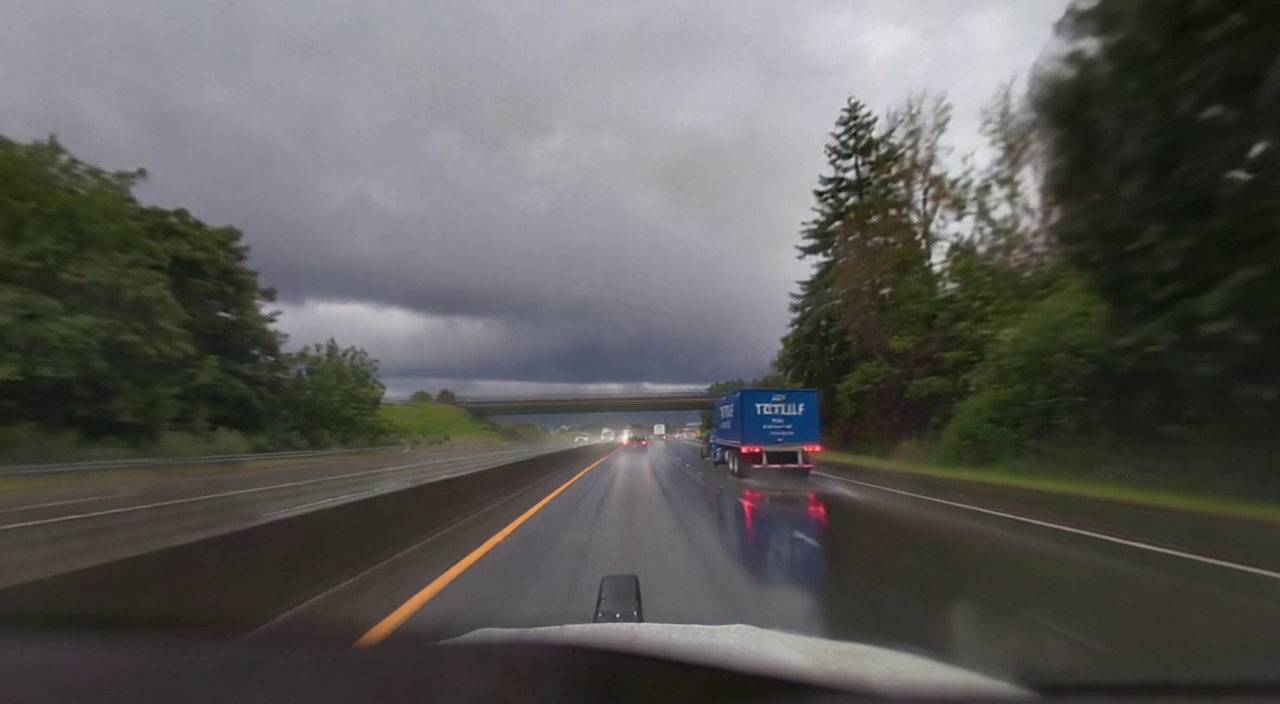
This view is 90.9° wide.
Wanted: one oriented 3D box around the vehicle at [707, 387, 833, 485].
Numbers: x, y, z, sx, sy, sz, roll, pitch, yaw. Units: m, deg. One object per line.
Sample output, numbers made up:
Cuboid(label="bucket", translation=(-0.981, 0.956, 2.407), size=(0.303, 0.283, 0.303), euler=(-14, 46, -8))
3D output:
Cuboid(label="vehicle", translation=(4.003, 2.779, 21.053), size=(2.715, 2.746, 6.550), euler=(0, -7, -1))

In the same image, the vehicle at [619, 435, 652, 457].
Cuboid(label="vehicle", translation=(-0.285, 6.058, 40.645), size=(1.996, 1.325, 4.029), euler=(0, -7, 0))
